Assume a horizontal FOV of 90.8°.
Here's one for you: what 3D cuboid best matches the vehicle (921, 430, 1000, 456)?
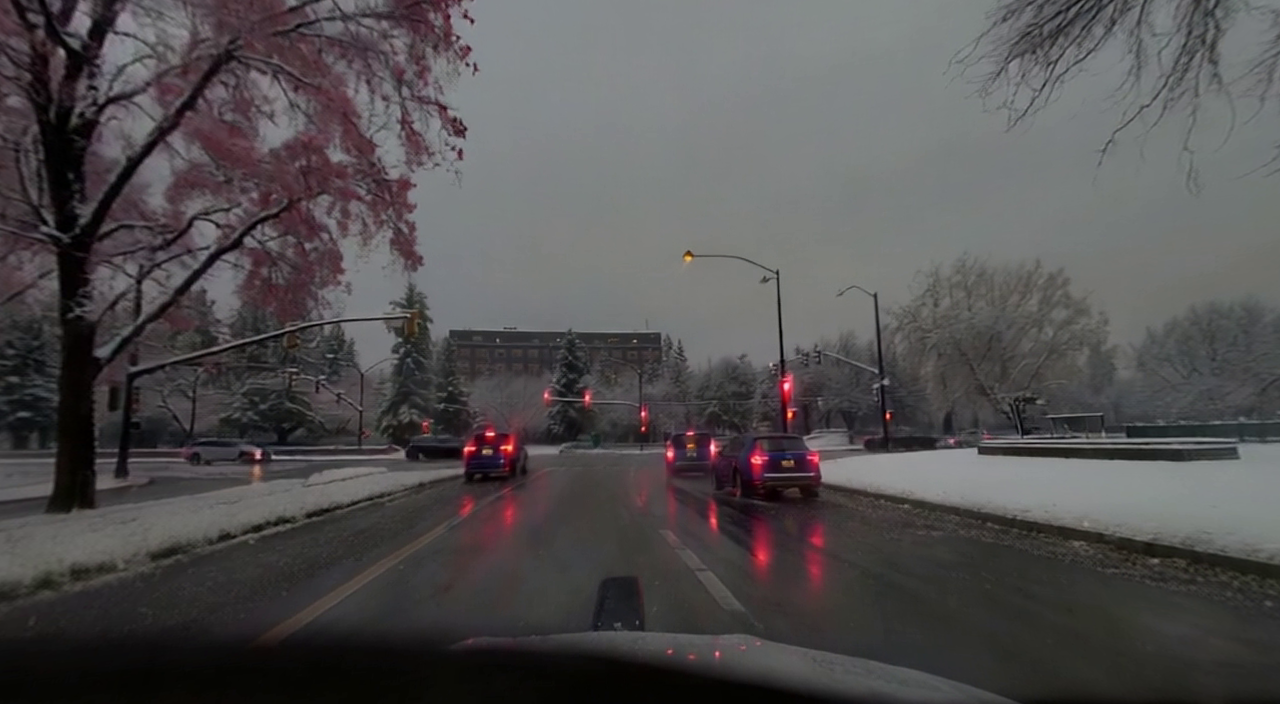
[{"bbox_3d":[20.544,5.830,40.594,4.089,1.588,1.808,1,-8,-5],"label":"vehicle"}]

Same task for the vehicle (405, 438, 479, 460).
[{"bbox_3d":[-13.655,6.695,43.695,4.549,1.439,1.794,1,-8,-5],"label":"vehicle"}]

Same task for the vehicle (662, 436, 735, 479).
[{"bbox_3d":[2.099,3.930,23.861,2.007,1.466,4.291,1,-8,-5],"label":"vehicle"}]

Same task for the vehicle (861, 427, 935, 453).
[{"bbox_3d":[18.834,6.438,46.243,4.567,1.810,1.880,1,-8,-5],"label":"vehicle"}]

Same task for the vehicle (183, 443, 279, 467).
[{"bbox_3d":[-25.346,6.387,39.300,4.526,1.452,1.920,1,-8,-5],"label":"vehicle"}]

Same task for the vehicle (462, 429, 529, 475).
[{"bbox_3d":[-5.834,4.077,26.011,1.995,1.703,4.367,0,-8,-4],"label":"vehicle"}]

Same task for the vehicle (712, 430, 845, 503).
[{"bbox_3d":[3.203,2.758,15.640,2.019,1.518,4.285,1,-8,-5],"label":"vehicle"}]
